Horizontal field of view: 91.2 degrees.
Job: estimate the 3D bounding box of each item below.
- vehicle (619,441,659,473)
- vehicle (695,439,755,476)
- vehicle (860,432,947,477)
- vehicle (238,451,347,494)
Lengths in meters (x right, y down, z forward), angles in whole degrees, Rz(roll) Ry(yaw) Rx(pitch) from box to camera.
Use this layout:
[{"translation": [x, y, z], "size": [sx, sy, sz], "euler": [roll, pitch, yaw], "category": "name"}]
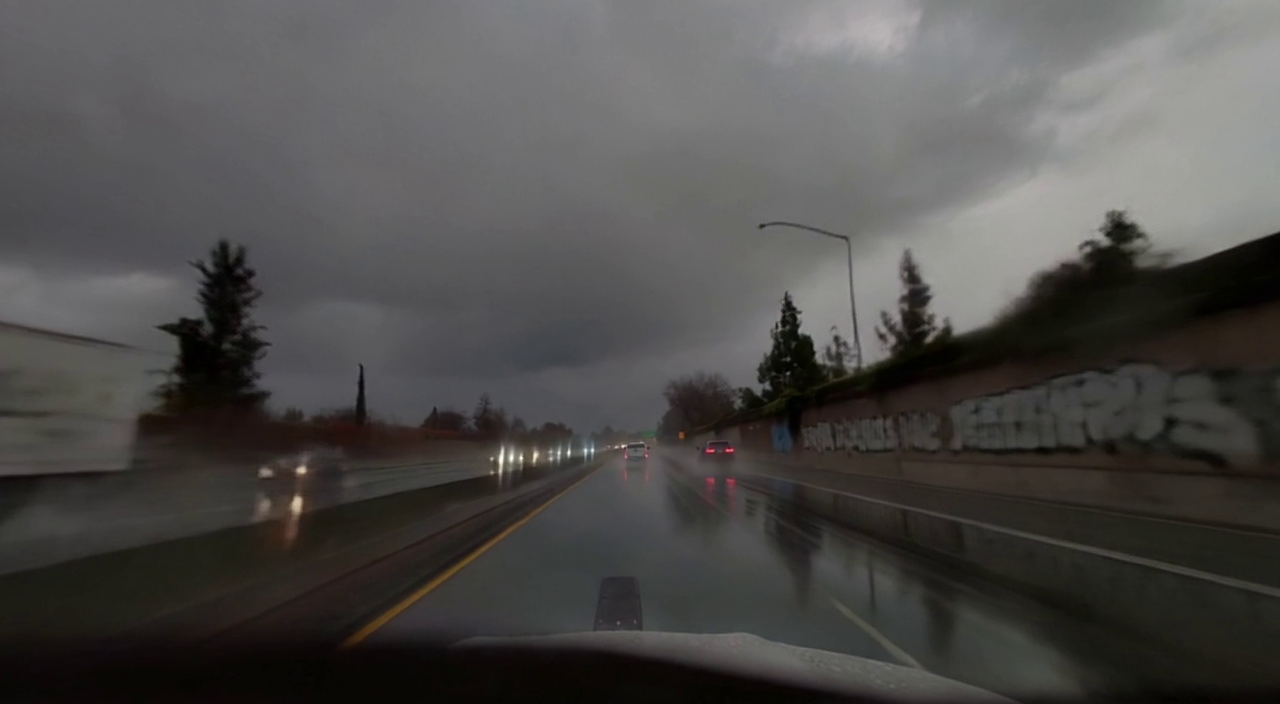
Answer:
[{"translation": [-0.079, 5.836, 35.079], "size": [2.095, 1.671, 4.219], "euler": [0, -9, -1], "category": "vehicle"}, {"translation": [4.057, 5.119, 30.619], "size": [2.303, 1.614, 4.154], "euler": [-1, -9, 0], "category": "vehicle"}, {"translation": [10.310, 4.044, 24.866], "size": [1.797, 1.588, 3.848], "euler": [-1, -9, 1], "category": "vehicle"}, {"translation": [-13.884, 4.807, 25.408], "size": [1.853, 1.494, 4.518], "euler": [0, -9, -1], "category": "vehicle"}]
